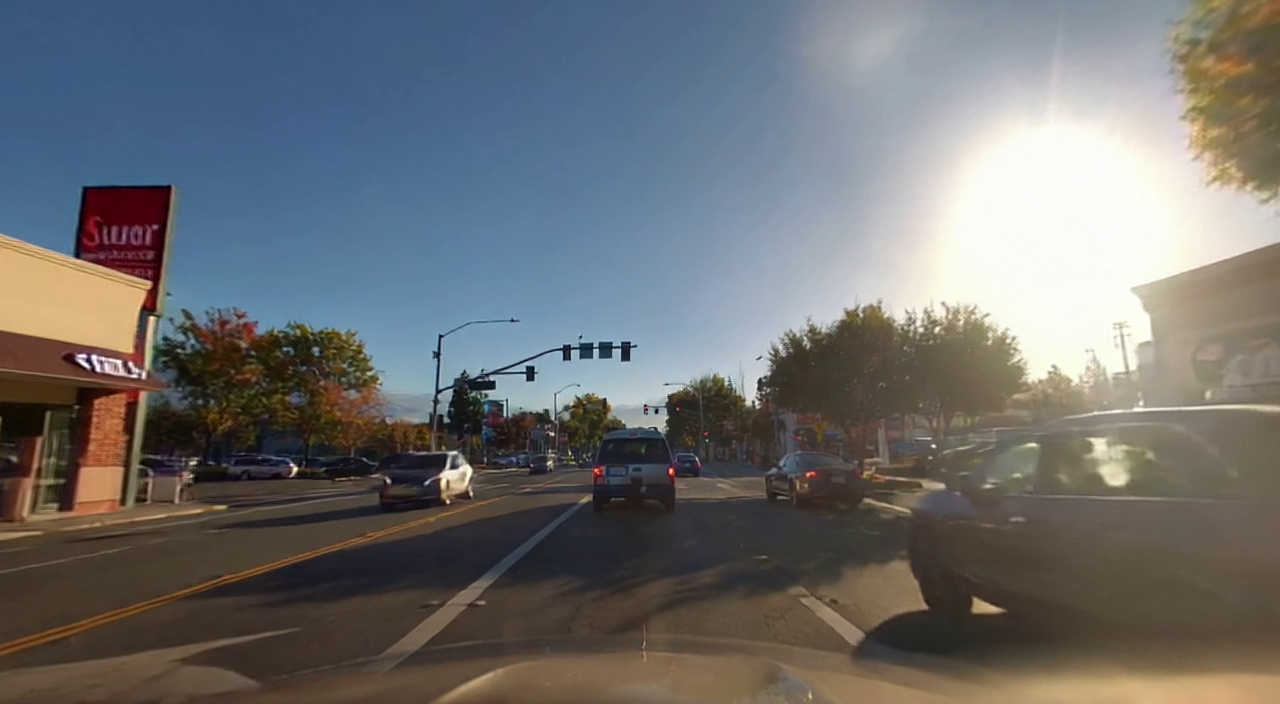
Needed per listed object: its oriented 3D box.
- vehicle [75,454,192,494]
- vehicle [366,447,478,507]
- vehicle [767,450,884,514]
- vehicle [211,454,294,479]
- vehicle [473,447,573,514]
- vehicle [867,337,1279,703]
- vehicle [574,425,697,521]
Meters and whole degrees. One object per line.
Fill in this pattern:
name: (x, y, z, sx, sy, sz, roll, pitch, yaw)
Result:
vehicle: (-26.312, 6.291, 33.046, 2.123, 1.820, 5.136, 0, -8, -4)
vehicle: (-6.986, 4.020, 20.812, 2.121, 1.746, 4.402, 0, -8, 0)
vehicle: (5.206, 3.683, 18.493, 1.994, 1.545, 4.919, 0, -8, 1)
vehicle: (-27.362, 8.092, 44.596, 4.458, 1.608, 2.051, 0, -8, 2)
vehicle: (-3.035, 3.414, 17.351, 1.975, 1.570, 4.456, 0, -8, -1)
vehicle: (3.343, 1.072, 3.695, 2.276, 1.787, 4.630, 0, -8, 0)
vehicle: (-0.118, 3.013, 16.394, 2.638, 2.065, 5.313, 0, -8, 0)
